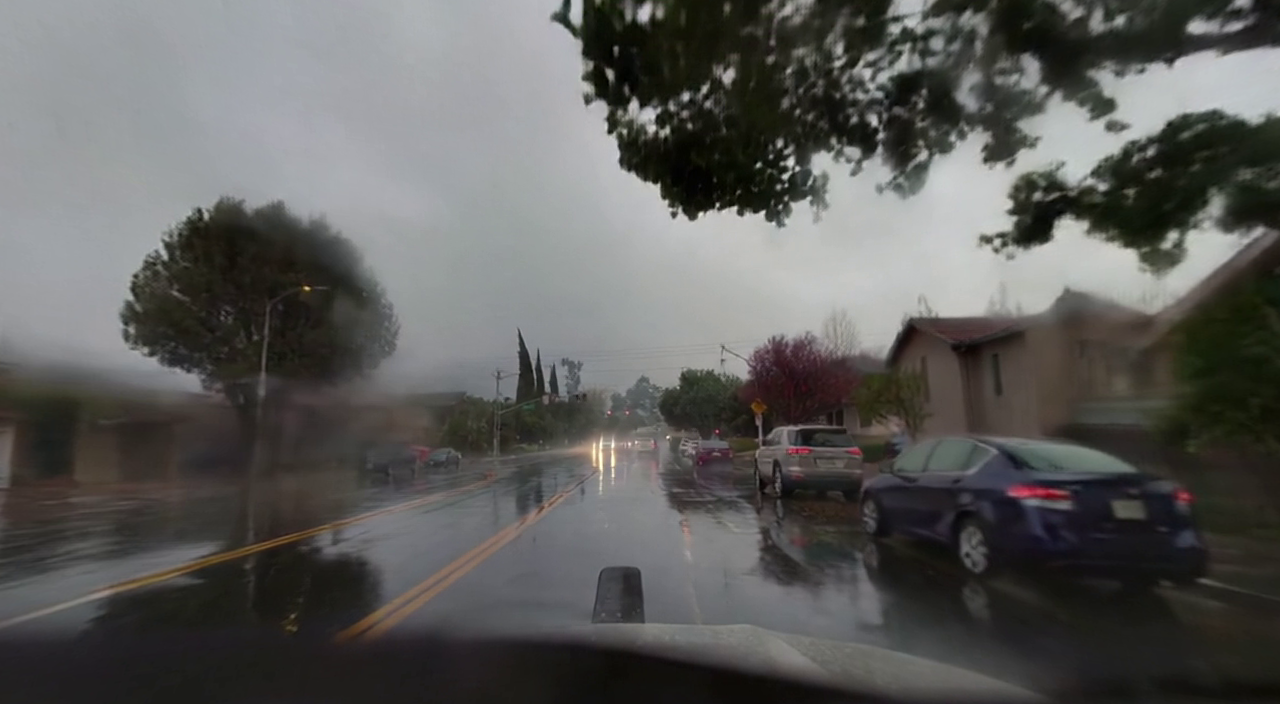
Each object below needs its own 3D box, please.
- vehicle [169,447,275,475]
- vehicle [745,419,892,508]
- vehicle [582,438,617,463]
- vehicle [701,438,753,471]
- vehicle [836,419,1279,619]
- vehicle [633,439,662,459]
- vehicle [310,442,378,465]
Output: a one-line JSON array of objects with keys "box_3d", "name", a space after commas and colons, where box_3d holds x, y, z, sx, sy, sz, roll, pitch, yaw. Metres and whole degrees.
[{"box_3d": [-22.343, 5.834, 33.874, 4.397, 1.423, 1.789, 0, -8, 2], "name": "vehicle"}, {"box_3d": [4.002, 2.601, 15.100, 2.069, 1.780, 4.480, 0, -8, -1], "name": "vehicle"}, {"box_3d": [-2.559, 6.388, 40.941, 1.986, 1.508, 4.261, 0, -8, 0], "name": "vehicle"}, {"box_3d": [4.191, 5.016, 31.163, 1.964, 1.485, 4.454, 0, -8, 0], "name": "vehicle"}, {"box_3d": [3.934, 1.584, 7.043, 1.956, 1.468, 4.524, 0, -8, -1], "name": "vehicle"}, {"box_3d": [0.573, 7.430, 48.463, 2.081, 1.475, 4.361, 0, -8, 0], "name": "vehicle"}, {"box_3d": [-22.144, 7.596, 47.314, 4.091, 1.614, 1.910, 0, -8, -1], "name": "vehicle"}]
